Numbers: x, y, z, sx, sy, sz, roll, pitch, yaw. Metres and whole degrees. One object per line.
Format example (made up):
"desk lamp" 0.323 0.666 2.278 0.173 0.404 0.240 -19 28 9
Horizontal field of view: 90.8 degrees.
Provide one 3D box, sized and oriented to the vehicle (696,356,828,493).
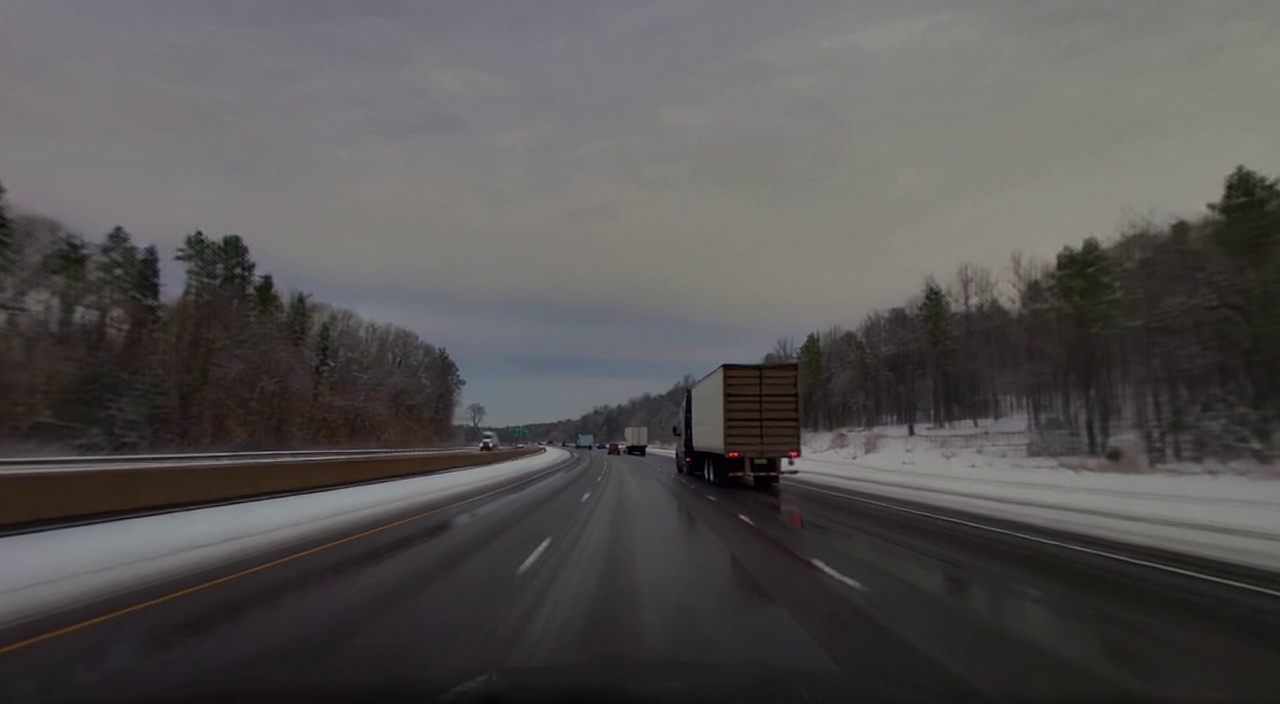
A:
"vehicle" 3.976 2.753 22.878 2.826 4.035 8.369 0 -9 -2
